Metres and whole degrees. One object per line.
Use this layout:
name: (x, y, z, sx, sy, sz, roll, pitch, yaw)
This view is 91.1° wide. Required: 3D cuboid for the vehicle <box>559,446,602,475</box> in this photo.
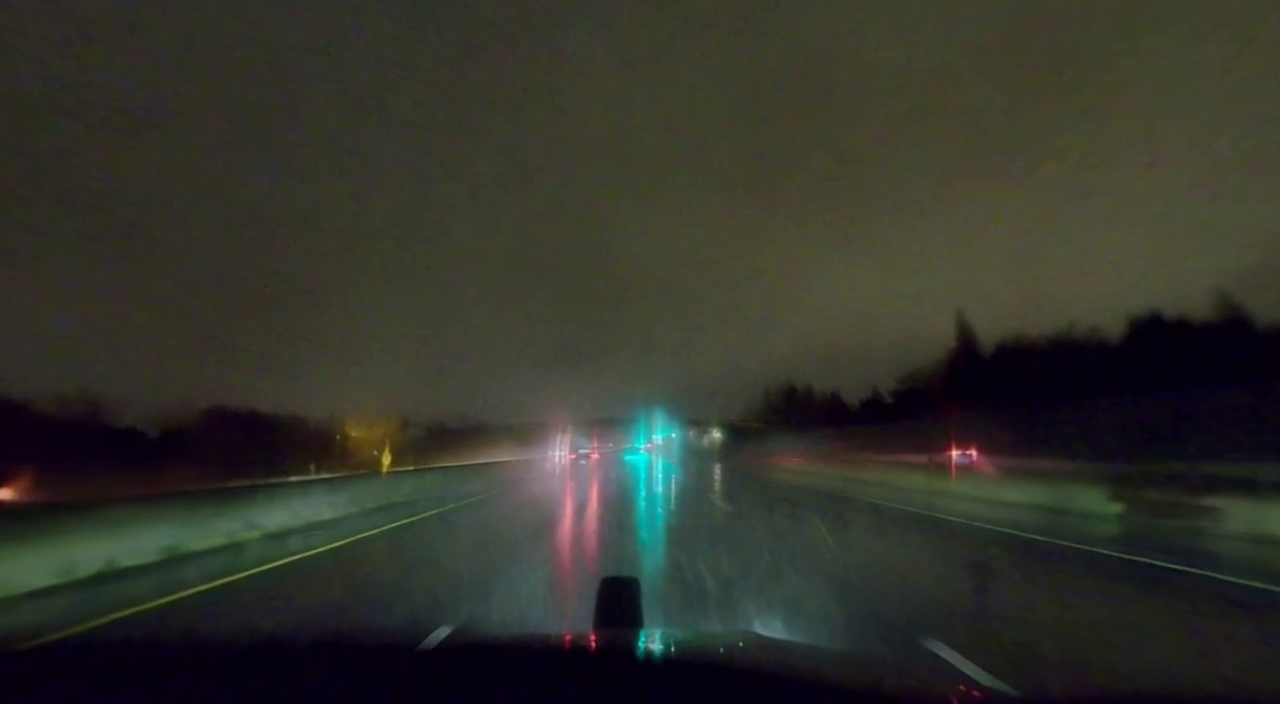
vehicle: (-3.302, 6.129, 35.634, 2.100, 1.525, 4.179, 0, -9, 0)
